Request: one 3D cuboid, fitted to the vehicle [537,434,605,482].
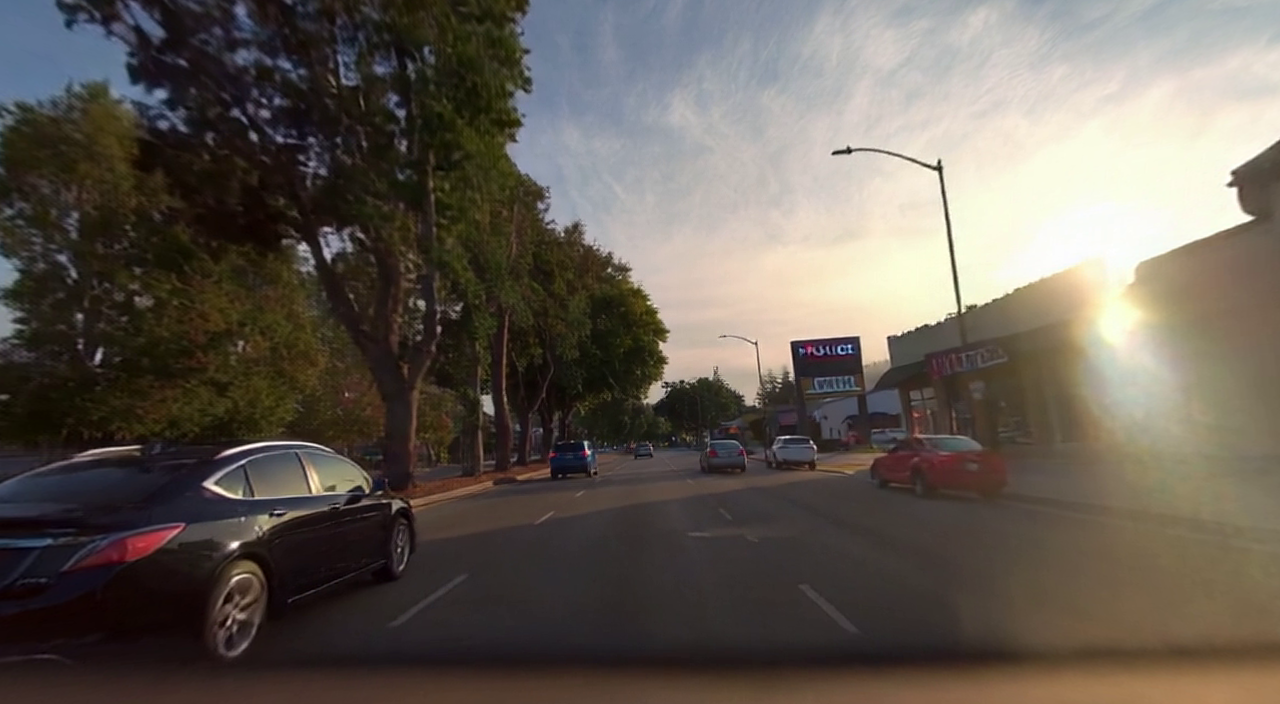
[{"bbox_3d":[-2.708,4.309,25.917,2.193,1.788,4.603,0,-8,1],"label":"vehicle"}]

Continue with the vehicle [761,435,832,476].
[{"bbox_3d":[7.545,5.031,30.896,2.198,1.788,4.941,1,-8,0],"label":"vehicle"}]

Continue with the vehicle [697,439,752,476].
[{"bbox_3d":[3.728,4.719,28.482,1.904,1.490,4.299,0,-8,0],"label":"vehicle"}]

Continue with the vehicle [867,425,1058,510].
[{"bbox_3d":[7.362,2.678,15.100,2.089,1.678,4.725,0,-8,1],"label":"vehicle"}]

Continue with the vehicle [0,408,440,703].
[{"bbox_3d":[-3.234,1.275,4.505,1.956,1.460,4.802,0,-8,1],"label":"vehicle"}]
